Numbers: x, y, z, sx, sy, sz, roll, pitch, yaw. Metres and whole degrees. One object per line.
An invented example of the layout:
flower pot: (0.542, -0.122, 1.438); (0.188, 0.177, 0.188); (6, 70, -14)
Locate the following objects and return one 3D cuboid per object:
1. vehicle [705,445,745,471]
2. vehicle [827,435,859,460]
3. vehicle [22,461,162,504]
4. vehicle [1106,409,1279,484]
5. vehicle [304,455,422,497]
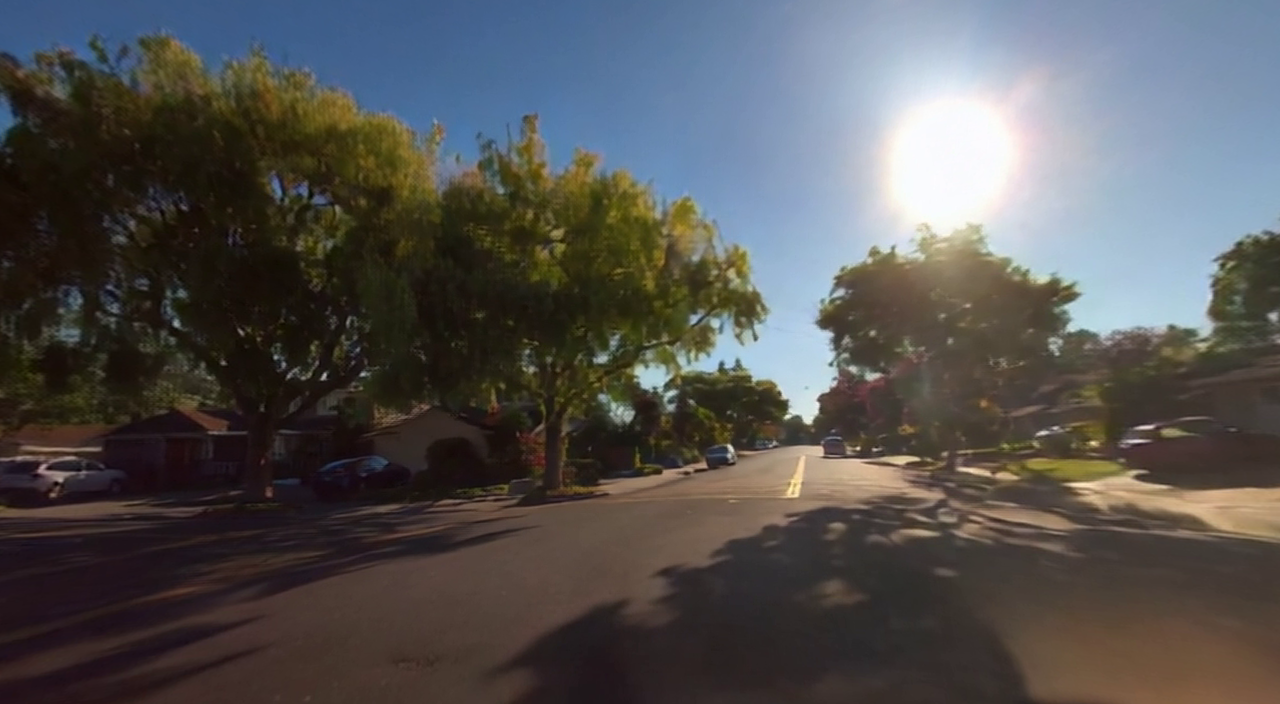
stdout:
vehicle: (5.706, 7.010, 41.929); (2.075, 1.551, 4.074); (-3, -9, 15)
vehicle: (15.038, 7.116, 46.913); (2.116, 1.711, 4.155); (-3, -9, 16)
vehicle: (-24.527, 5.798, 28.492); (1.978, 1.666, 4.230); (-3, -9, 16)
vehicle: (15.397, 2.732, 18.008); (2.130, 1.836, 4.464); (-4, -10, 21)
vehicle: (-11.222, 5.037, 25.995); (1.917, 1.499, 4.569); (-3, -9, 16)
